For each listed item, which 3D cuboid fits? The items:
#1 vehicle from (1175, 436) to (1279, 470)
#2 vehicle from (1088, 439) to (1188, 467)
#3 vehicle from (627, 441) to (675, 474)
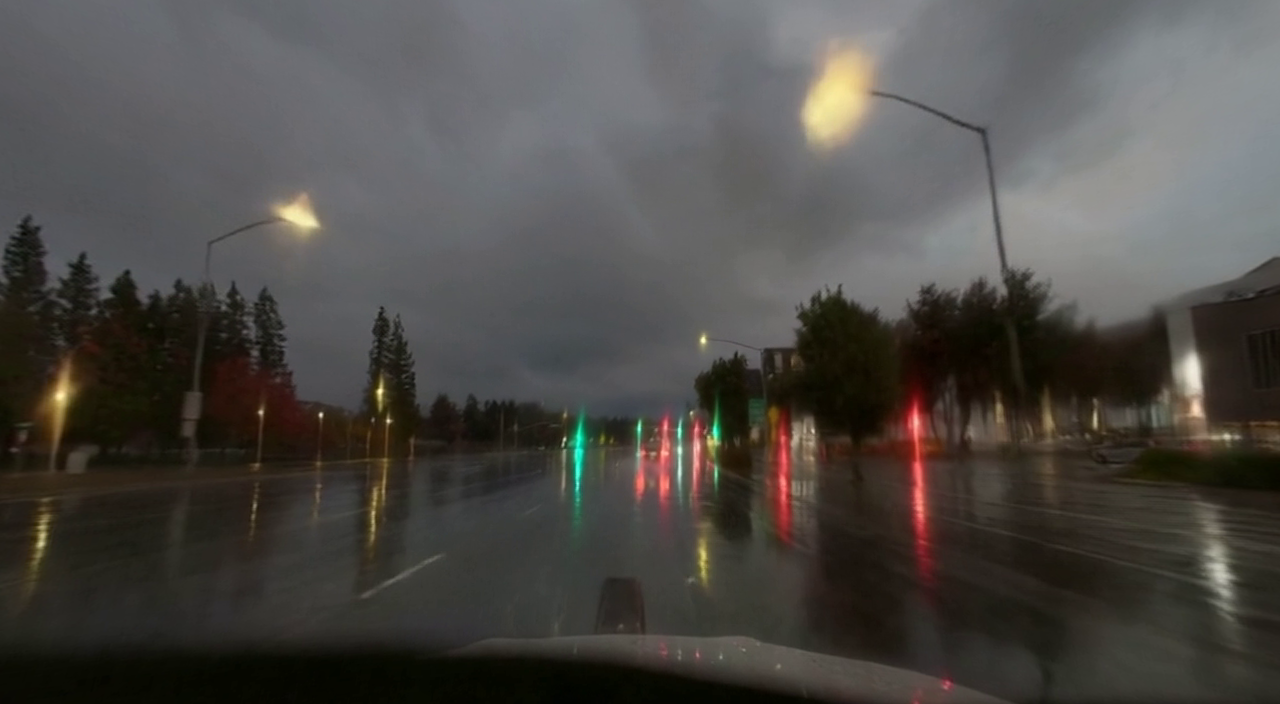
[{"bbox_3d":[33.501,5.668,35.816,1.984,1.750,4.798,0,-8,-2],"label":"vehicle"},{"bbox_3d":[28.346,5.761,36.157,1.839,1.470,4.548,1,-8,-3],"label":"vehicle"},{"bbox_3d":[0.576,5.075,30.750,2.133,1.481,4.276,0,-8,2],"label":"vehicle"}]
